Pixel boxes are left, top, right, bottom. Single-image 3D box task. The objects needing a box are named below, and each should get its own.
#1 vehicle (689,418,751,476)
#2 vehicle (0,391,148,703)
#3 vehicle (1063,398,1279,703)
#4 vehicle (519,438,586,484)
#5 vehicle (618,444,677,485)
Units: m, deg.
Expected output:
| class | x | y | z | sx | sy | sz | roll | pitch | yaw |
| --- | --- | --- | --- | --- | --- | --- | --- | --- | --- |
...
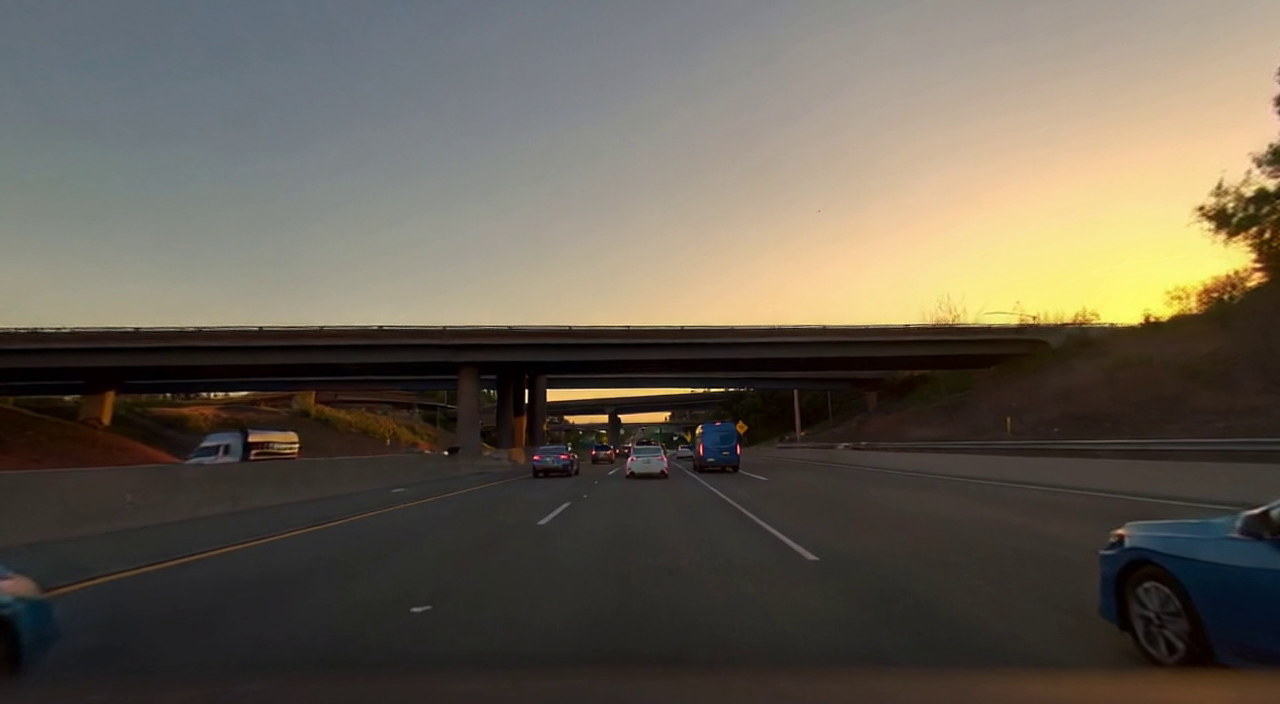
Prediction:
| class | x | y | z | sx | sy | sz | roll | pitch | yaw |
| --- | --- | --- | --- | --- | --- | --- | --- | --- | --- |
| vehicle | 4.172 | 5.115 | 34.067 | 2.436 | 2.745 | 6.607 | 0 | -8 | 0 |
| vehicle | -3.780 | 0.775 | 1.409 | 2.137 | 1.562 | 3.926 | 0 | -8 | 1 |
| vehicle | 4.005 | 0.880 | 2.133 | 2.085 | 1.558 | 4.466 | 0 | -8 | 1 |
| vehicle | -3.537 | 4.493 | 26.307 | 2.078 | 1.706 | 4.298 | -1 | -8 | 2 |
| vehicle | 0.278 | 4.478 | 25.430 | 2.174 | 1.467 | 4.005 | 0 | -8 | 0 |
